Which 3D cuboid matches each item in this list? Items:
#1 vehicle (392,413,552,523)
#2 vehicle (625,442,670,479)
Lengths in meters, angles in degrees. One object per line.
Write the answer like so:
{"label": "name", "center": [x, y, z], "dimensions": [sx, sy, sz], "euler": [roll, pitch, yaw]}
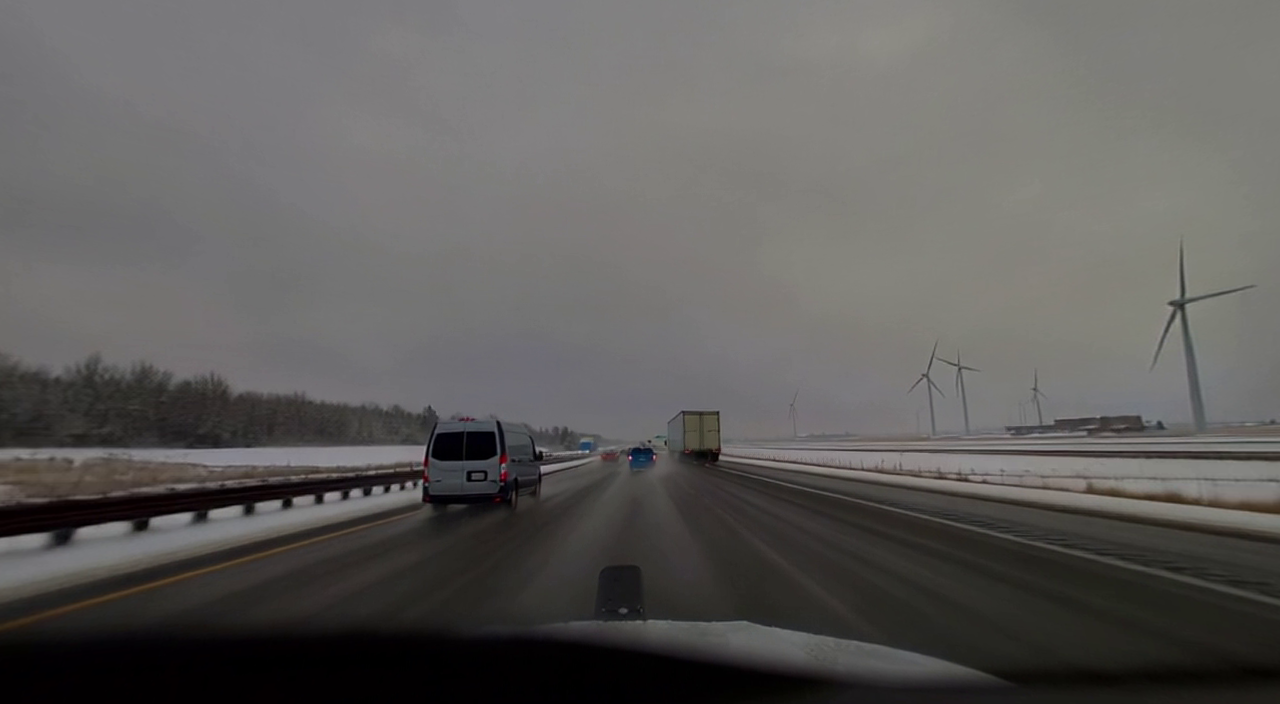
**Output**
{"label": "vehicle", "center": [-3.414, 2.494, 13.976], "dimensions": [2.238, 1.984, 4.650], "euler": [0, -9, 0]}
{"label": "vehicle", "center": [0.351, 5.423, 31.758], "dimensions": [2.083, 1.689, 4.083], "euler": [0, -9, 0]}
